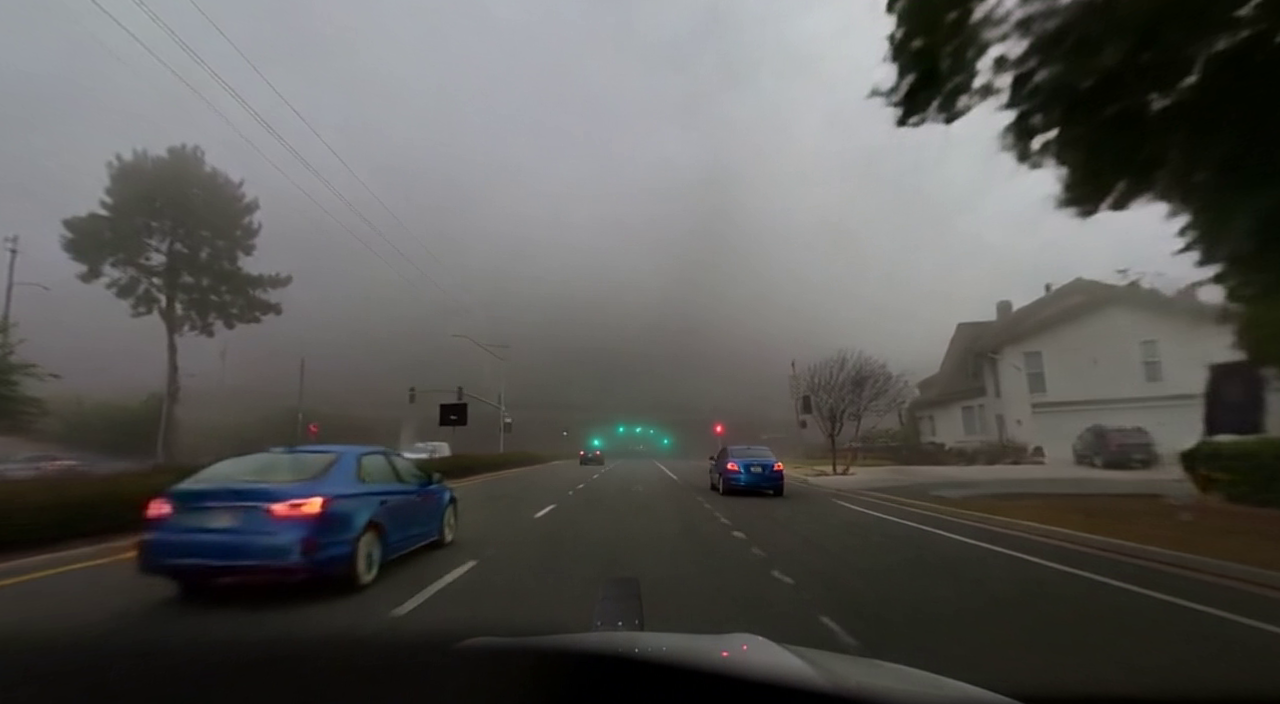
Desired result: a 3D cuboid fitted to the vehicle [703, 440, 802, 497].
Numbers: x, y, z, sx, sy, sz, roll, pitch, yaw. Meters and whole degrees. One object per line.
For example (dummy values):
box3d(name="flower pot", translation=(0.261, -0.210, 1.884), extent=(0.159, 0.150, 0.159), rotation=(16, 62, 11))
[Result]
box3d(name="vehicle", translation=(3.227, 3.426, 19.067), extent=(2.068, 1.497, 4.247), rotation=(0, -8, -2))

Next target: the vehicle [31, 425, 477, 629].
box3d(name="vehicle", translation=(-3.423, 1.613, 6.919), extent=(2.060, 1.484, 4.417), rotation=(0, -8, 1))
